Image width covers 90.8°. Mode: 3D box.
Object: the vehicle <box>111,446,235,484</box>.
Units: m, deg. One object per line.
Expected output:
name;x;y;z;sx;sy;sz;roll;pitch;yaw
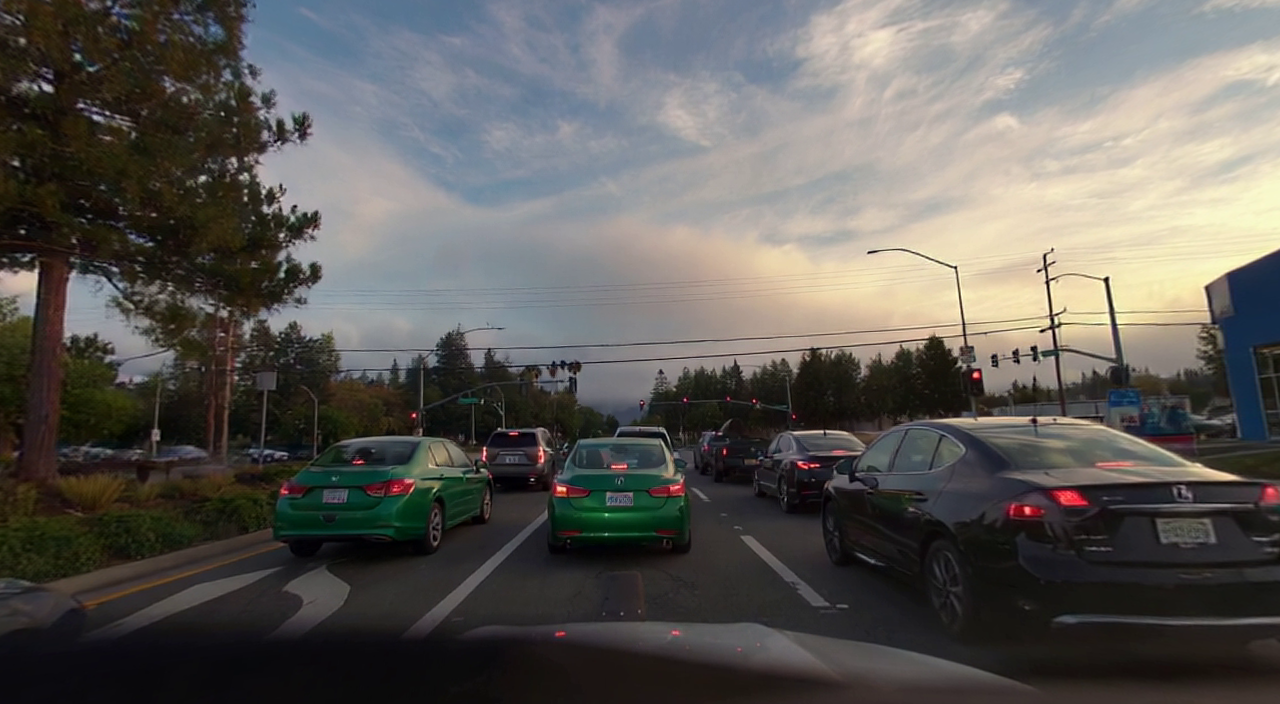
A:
vehicle;-19.593;4.716;26.803;2.075;1.445;4.597;1;-8;-6

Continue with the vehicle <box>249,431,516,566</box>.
vehicle;-3.201;1.890;8.945;1.917;1.441;4.128;-1;-8;2

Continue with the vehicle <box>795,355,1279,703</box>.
vehicle;3.004;1.195;5.158;2.196;1.676;4.865;0;-8;-1

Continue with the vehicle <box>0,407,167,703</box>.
vehicle;-3.355;0.715;0.847;1.863;1.448;4.697;0;-8;-1

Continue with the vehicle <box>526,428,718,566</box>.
vehicle;-0.203;1.833;8.710;2.041;1.450;3.847;0;-8;0
